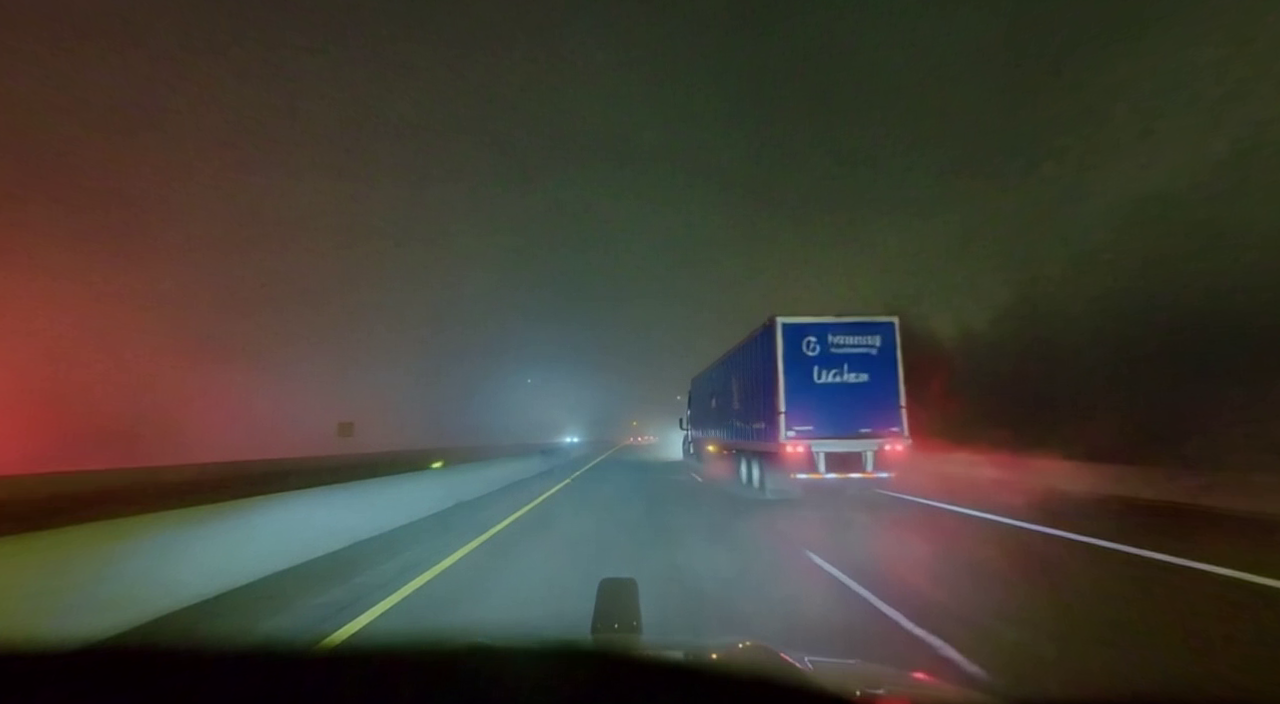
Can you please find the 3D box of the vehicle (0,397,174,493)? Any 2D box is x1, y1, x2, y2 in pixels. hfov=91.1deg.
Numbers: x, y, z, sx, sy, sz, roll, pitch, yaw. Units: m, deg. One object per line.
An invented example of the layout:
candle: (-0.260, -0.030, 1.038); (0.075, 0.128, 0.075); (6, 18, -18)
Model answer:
vehicle: (-29.203, 4.291, 29.165); (2.918, 4.122, 14.289); (-1, -8, 6)

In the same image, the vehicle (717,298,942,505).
vehicle: (4.027, 1.444, 15.971); (2.888, 3.866, 8.380); (0, -8, -1)
